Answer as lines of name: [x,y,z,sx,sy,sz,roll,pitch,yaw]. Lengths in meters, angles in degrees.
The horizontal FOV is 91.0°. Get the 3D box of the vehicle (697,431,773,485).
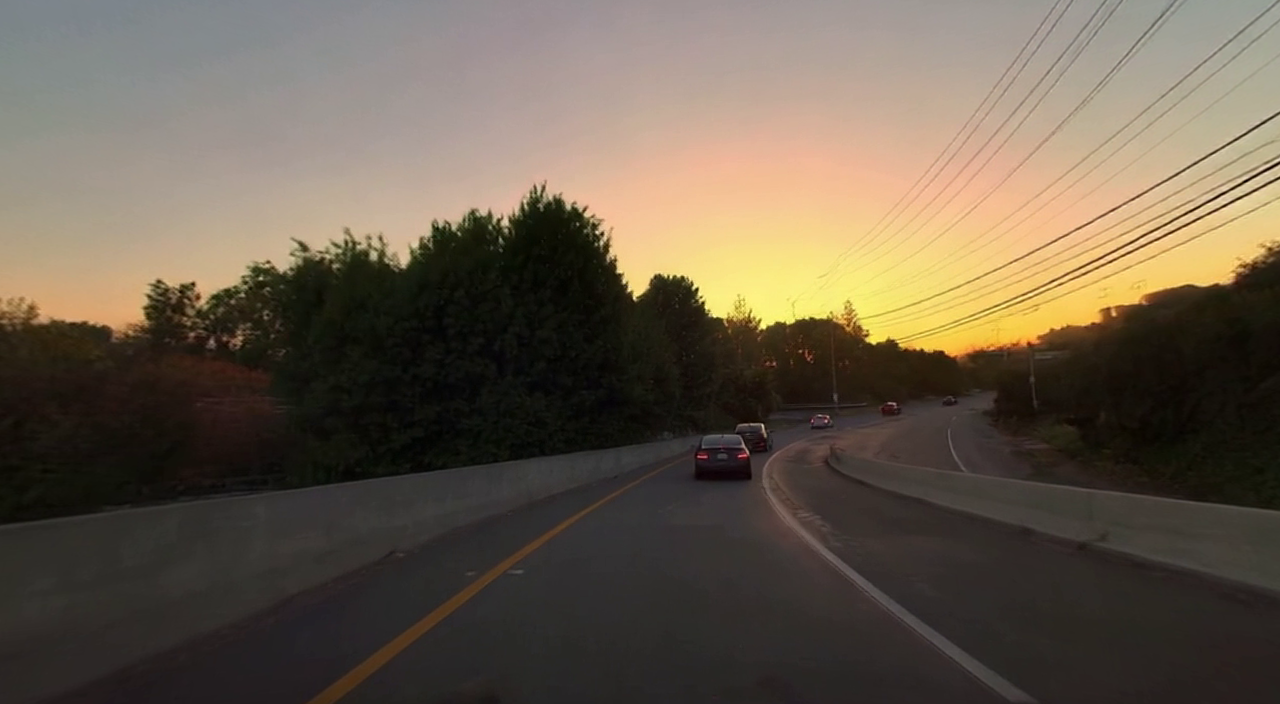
vehicle: [2.959,3.294,19.790,2.091,1.482,4.321,-1,-8,8]
